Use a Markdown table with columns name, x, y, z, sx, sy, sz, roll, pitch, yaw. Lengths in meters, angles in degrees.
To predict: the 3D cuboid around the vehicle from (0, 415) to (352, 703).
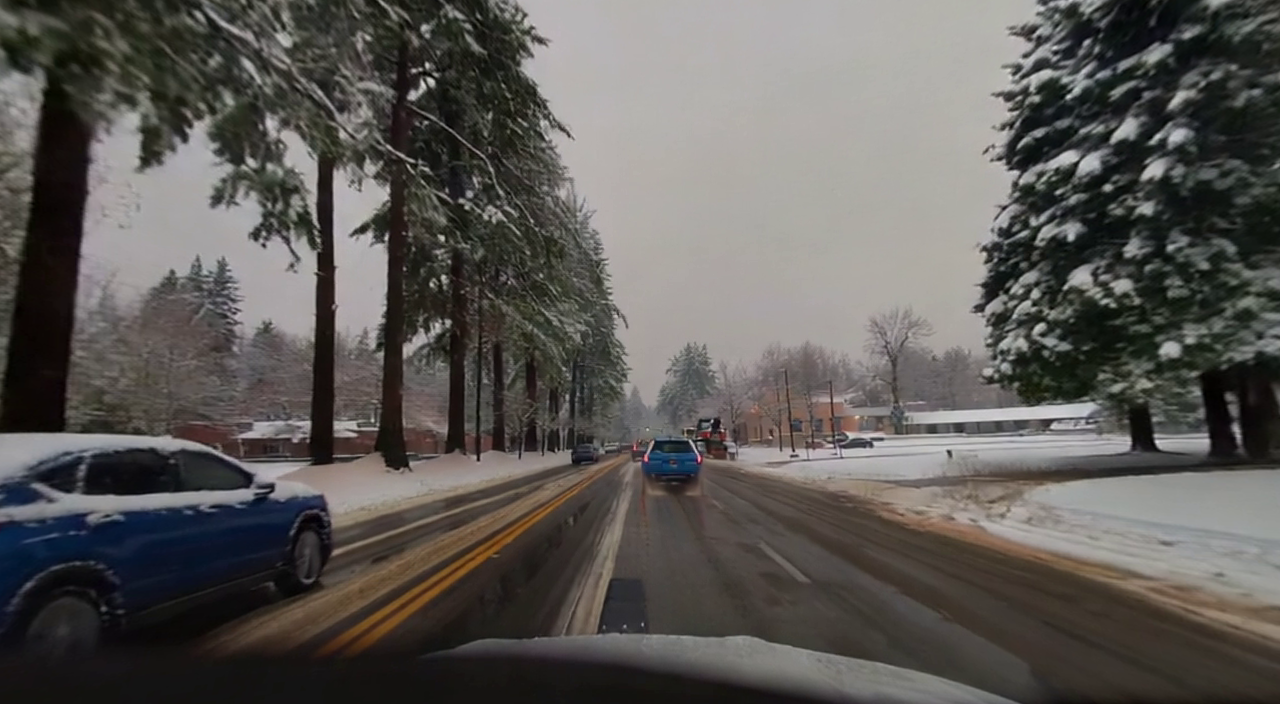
| name | x | y | z | sx | sy | sz | roll | pitch | yaw |
| --- | --- | --- | --- | --- | --- | --- | --- | --- | --- |
| vehicle | -4.048 | 1.248 | 4.138 | 2.003 | 1.507 | 4.808 | -1 | -9 | 1 |

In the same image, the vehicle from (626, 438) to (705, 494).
| name | x | y | z | sx | sy | sz | roll | pitch | yaw |
| --- | --- | --- | --- | --- | --- | --- | --- | --- | --- |
| vehicle | 0.657 | 3.312 | 18.656 | 2.086 | 1.466 | 4.026 | 0 | -8 | -1 |

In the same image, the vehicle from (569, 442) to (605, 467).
| name | x | y | z | sx | sy | sz | roll | pitch | yaw |
| --- | --- | --- | --- | --- | --- | --- | --- | --- | --- |
| vehicle | -3.594 | 7.052 | 43.554 | 2.062 | 1.641 | 4.193 | 0 | -9 | 1 |
